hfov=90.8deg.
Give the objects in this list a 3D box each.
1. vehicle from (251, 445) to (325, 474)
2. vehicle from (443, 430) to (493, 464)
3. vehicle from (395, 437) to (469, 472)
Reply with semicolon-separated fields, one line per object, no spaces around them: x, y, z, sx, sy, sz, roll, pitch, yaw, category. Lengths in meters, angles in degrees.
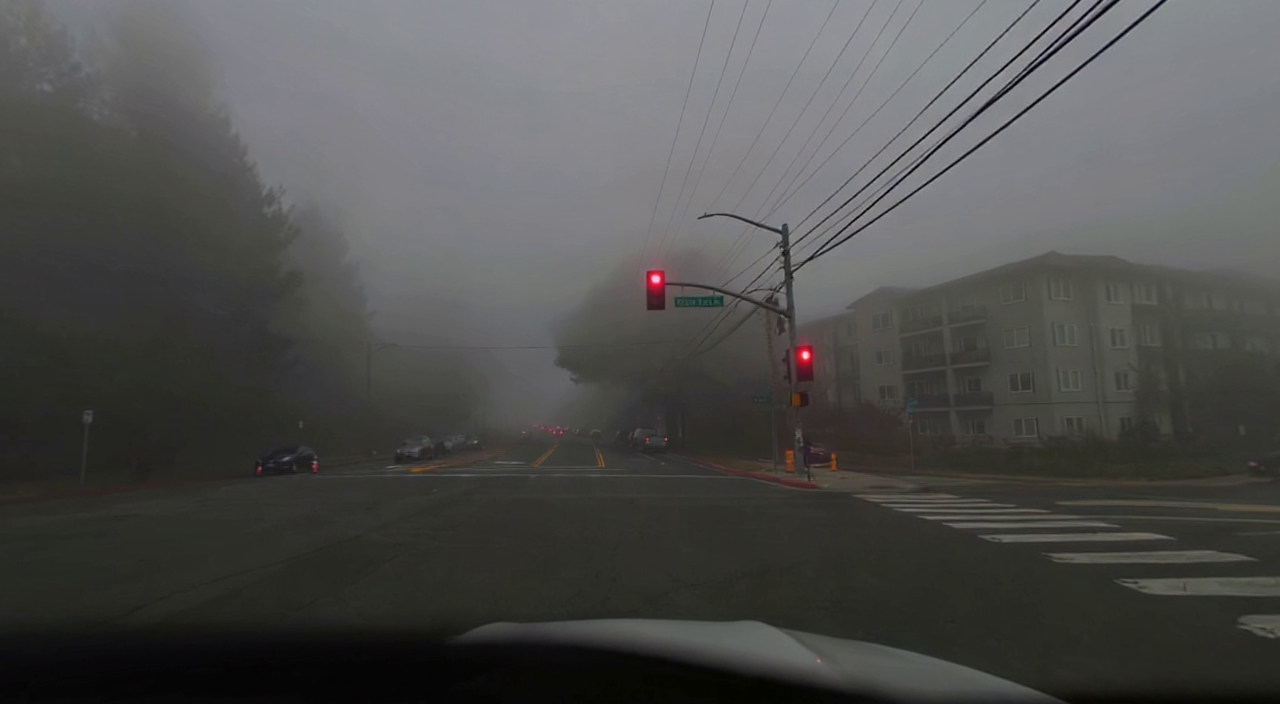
-21.111;6.451;38.092;1.981;1.628;4.336;0;-9;-1;vehicle
-9.782;5.456;36.186;1.910;1.818;4.057;0;-9;-3;vehicle
-9.683;4.802;29.790;2.116;1.521;4.294;0;-9;-1;vehicle
